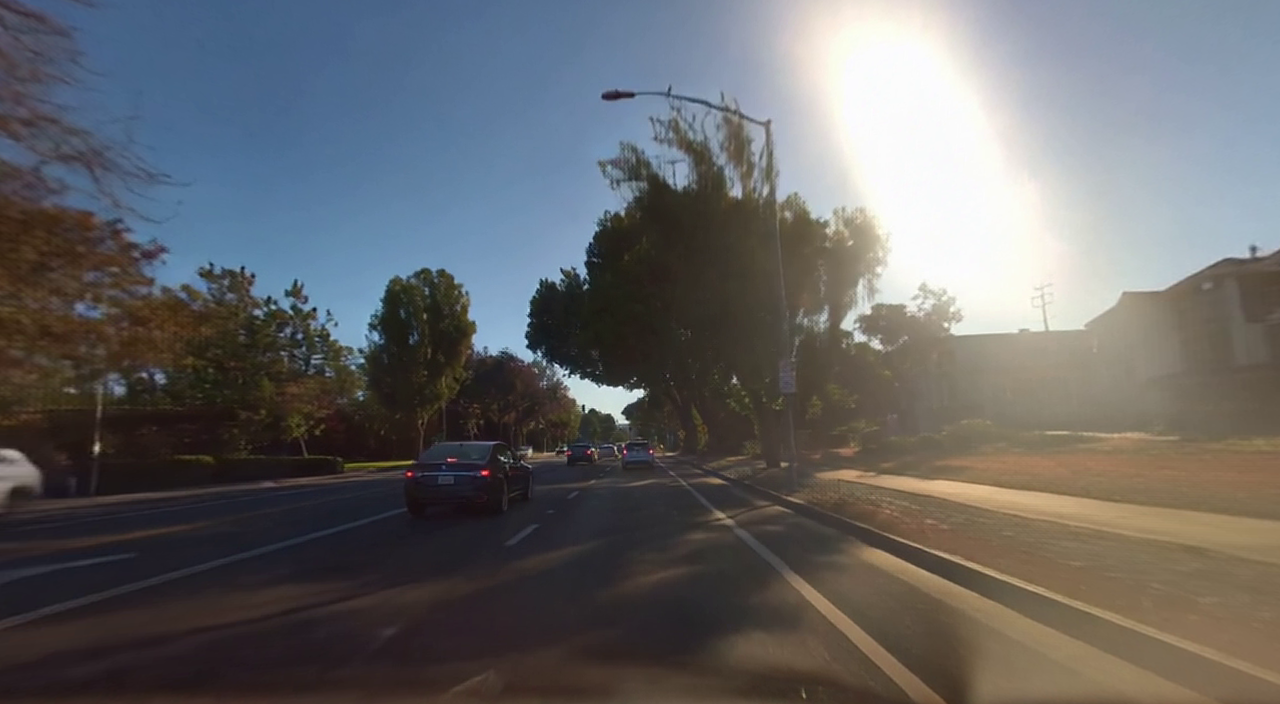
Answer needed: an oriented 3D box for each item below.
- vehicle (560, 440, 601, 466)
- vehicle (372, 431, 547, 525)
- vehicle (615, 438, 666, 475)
[{"bbox_3d":[-3.609,6.196,38.709,2.114,1.500,3.912,0,-8,1],"label":"vehicle"},{"bbox_3d":[-3.160,2.303,12.120,2.030,1.467,4.403,0,-8,0],"label":"vehicle"},{"bbox_3d":[-0.008,4.529,27.506,2.065,1.456,4.099,0,-8,-1],"label":"vehicle"}]
